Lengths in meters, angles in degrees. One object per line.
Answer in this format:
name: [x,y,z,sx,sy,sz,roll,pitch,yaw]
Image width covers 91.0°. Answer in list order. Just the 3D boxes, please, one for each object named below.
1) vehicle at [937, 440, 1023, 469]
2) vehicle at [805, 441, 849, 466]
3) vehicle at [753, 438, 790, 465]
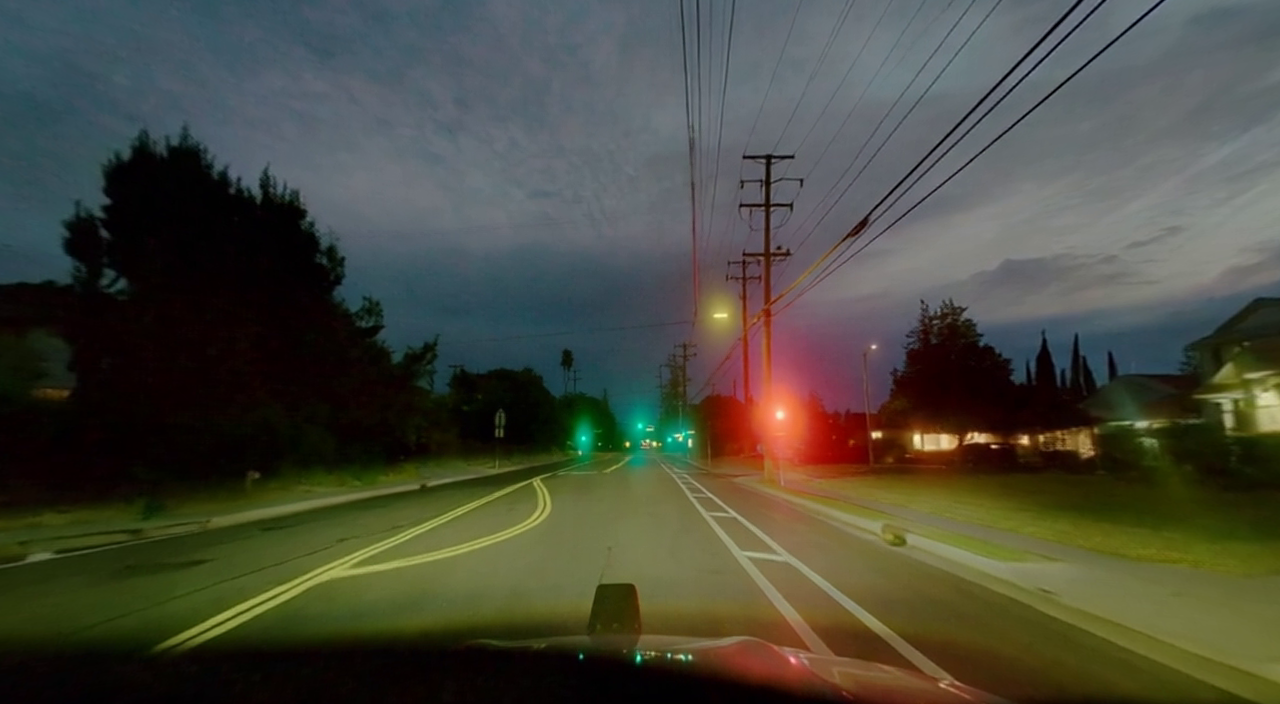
vehicle: [21.033,6.325,39.067,3.943,1.664,2.391,0,-8,-1]
vehicle: [13.518,7.372,45.699,1.935,1.683,4.669,0,-9,2]
vehicle: [10.242,7.806,49.294,1.912,1.953,4.651,0,-9,0]
